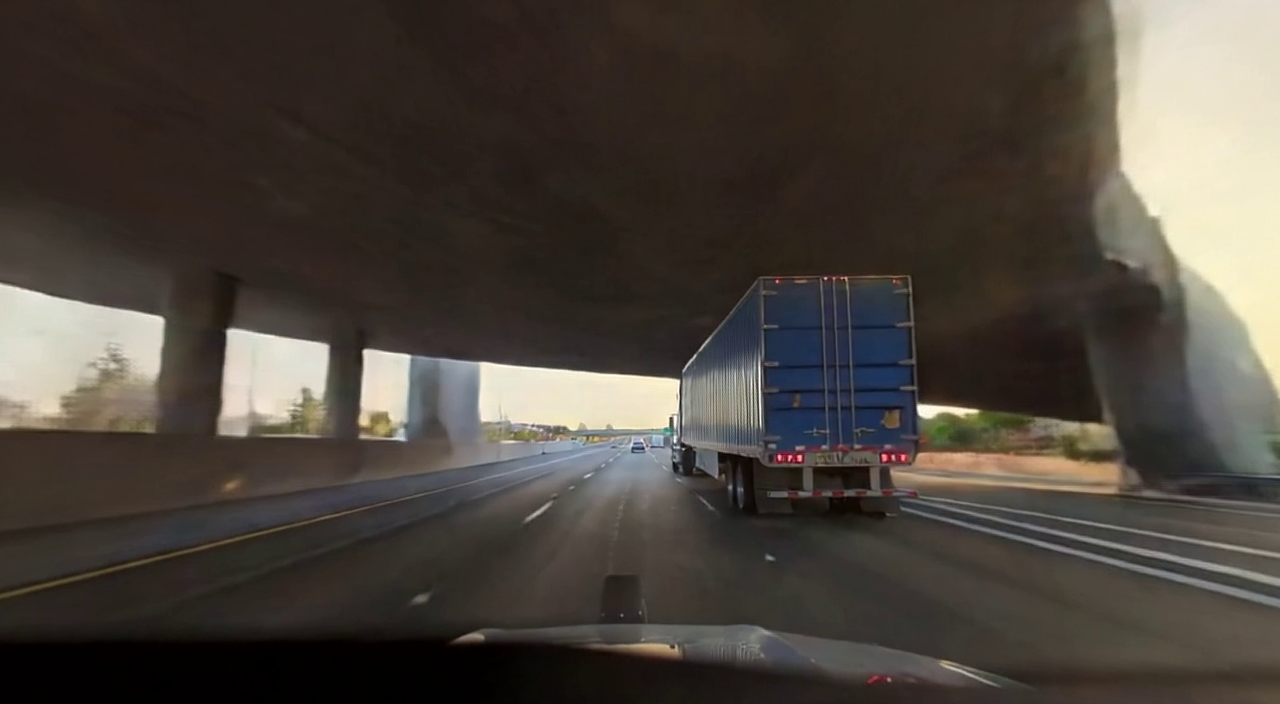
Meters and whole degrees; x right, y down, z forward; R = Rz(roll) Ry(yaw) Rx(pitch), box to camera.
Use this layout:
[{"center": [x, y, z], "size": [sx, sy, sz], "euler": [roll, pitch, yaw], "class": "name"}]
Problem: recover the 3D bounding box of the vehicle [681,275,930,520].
[{"center": [3.281, 1.959, 18.879], "size": [2.743, 4.160, 16.408], "euler": [0, -9, -1], "class": "vehicle"}]
